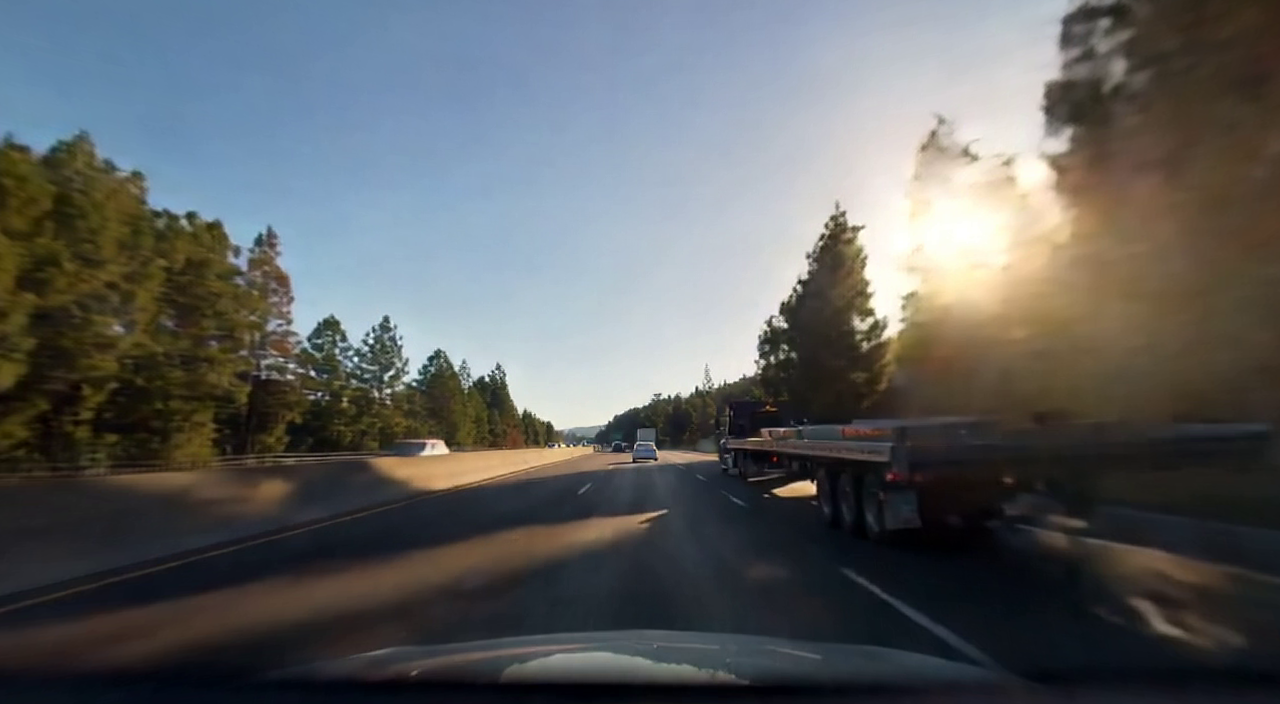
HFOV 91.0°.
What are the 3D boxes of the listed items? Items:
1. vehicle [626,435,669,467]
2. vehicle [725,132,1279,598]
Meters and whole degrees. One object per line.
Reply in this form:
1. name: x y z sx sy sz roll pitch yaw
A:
1. vehicle: 0.444 5.239 33.546 2.139 1.607 4.034 0 -8 2
2. vehicle: 4.193 0.995 12.577 3.005 4.131 14.221 0 -8 0
